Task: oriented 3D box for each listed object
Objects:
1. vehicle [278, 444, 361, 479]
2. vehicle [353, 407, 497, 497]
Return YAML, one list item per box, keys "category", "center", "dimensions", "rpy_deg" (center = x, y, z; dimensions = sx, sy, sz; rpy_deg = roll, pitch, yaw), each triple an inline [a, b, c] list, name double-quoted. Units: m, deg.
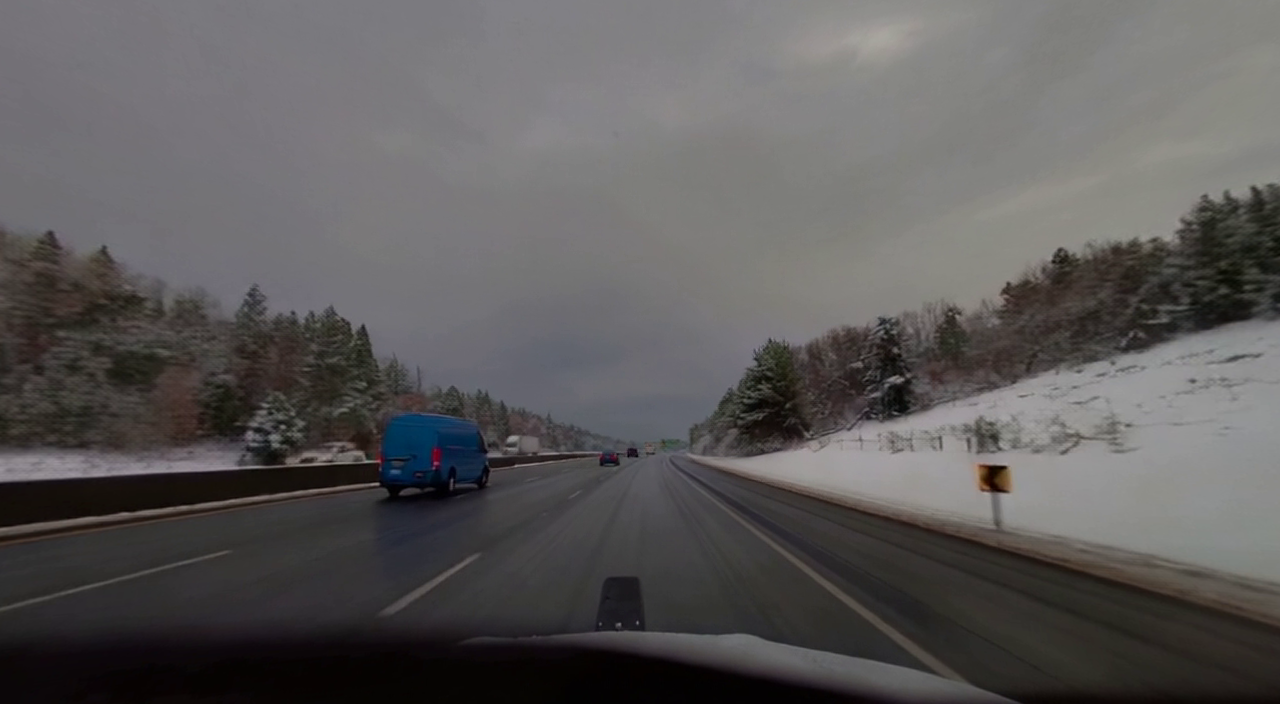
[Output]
- category: "vehicle"
  center: [-17.867, 6.104, 35.451]
  dimensions: [2.028, 1.805, 4.789]
  rpy_deg: [-1, -9, 2]
- category: "vehicle"
  center: [-6.714, 3.269, 20.745]
  dimensions: [2.449, 2.471, 6.130]
  rpy_deg: [-1, -9, 1]
